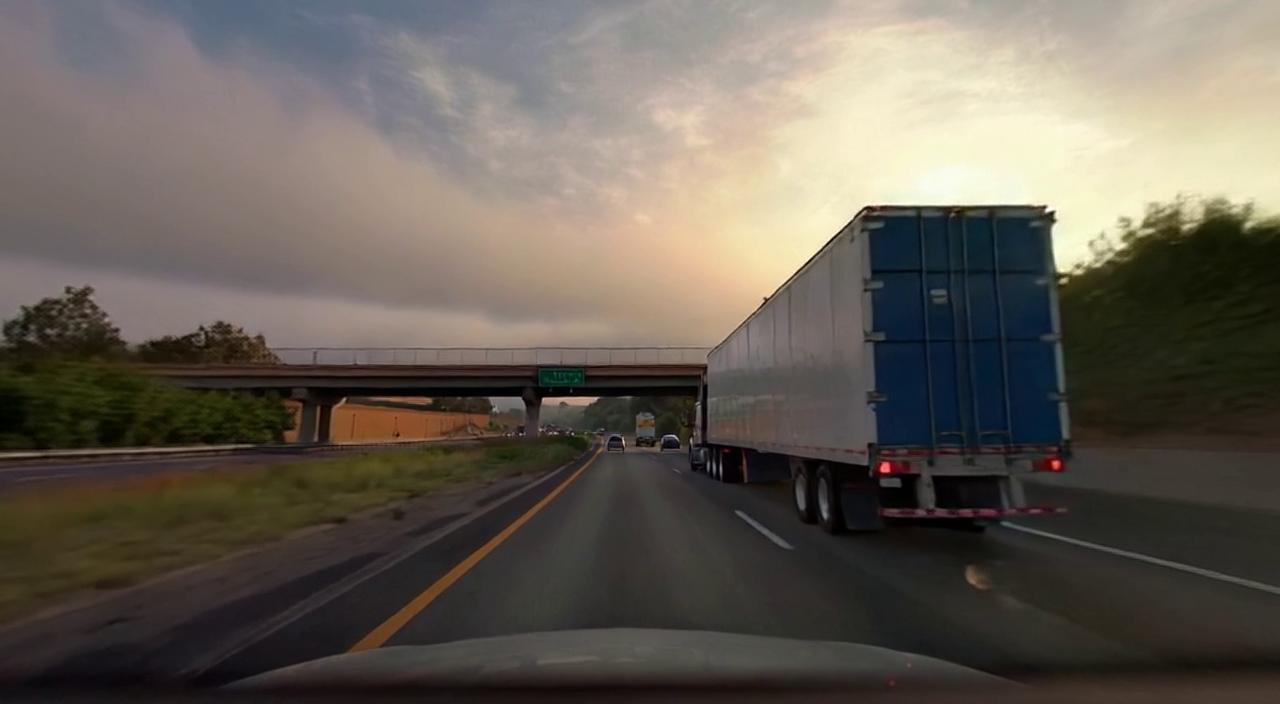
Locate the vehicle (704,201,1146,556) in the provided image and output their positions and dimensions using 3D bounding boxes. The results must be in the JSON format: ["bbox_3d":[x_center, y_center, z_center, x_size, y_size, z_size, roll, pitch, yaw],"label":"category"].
[{"bbox_3d":[3.886,1.156,14.271,2.965,4.033,14.299,0,-7,-2],"label":"vehicle"}]

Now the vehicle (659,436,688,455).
[{"bbox_3d":[2.607,7.311,49.508,1.813,1.454,4.197,0,-7,-3],"label":"vehicle"}]
